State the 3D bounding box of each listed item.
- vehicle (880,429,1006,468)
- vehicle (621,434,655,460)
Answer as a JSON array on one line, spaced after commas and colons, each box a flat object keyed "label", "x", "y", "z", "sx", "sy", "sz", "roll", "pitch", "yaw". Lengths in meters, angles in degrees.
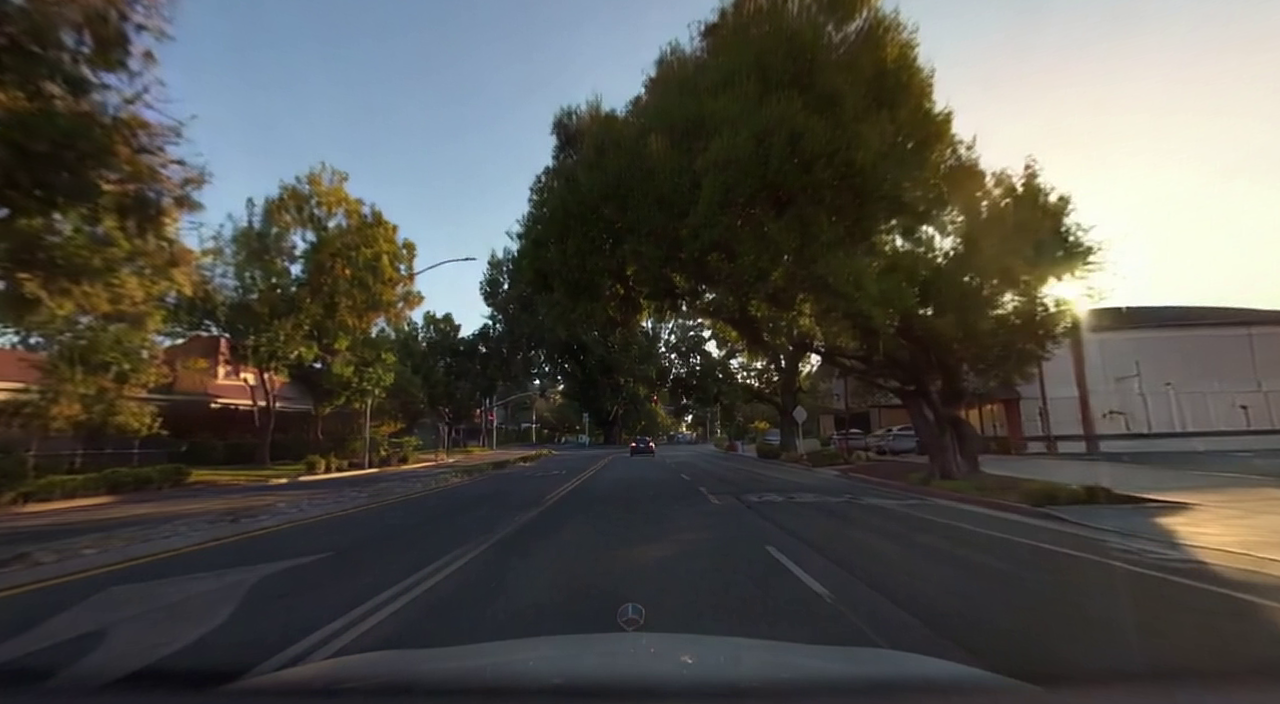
[{"label": "vehicle", "x": 13.855, "y": 4.386, "z": 28.936, "sx": 5.001, "sy": 1.554, "sz": 1.961, "roll": -3, "pitch": -9, "yaw": 31}, {"label": "vehicle", "x": -0.078, "y": 6.427, "z": 42.560, "sx": 2.196, "sy": 1.646, "sz": 4.109, "roll": 0, "pitch": -8, "yaw": 2}]
